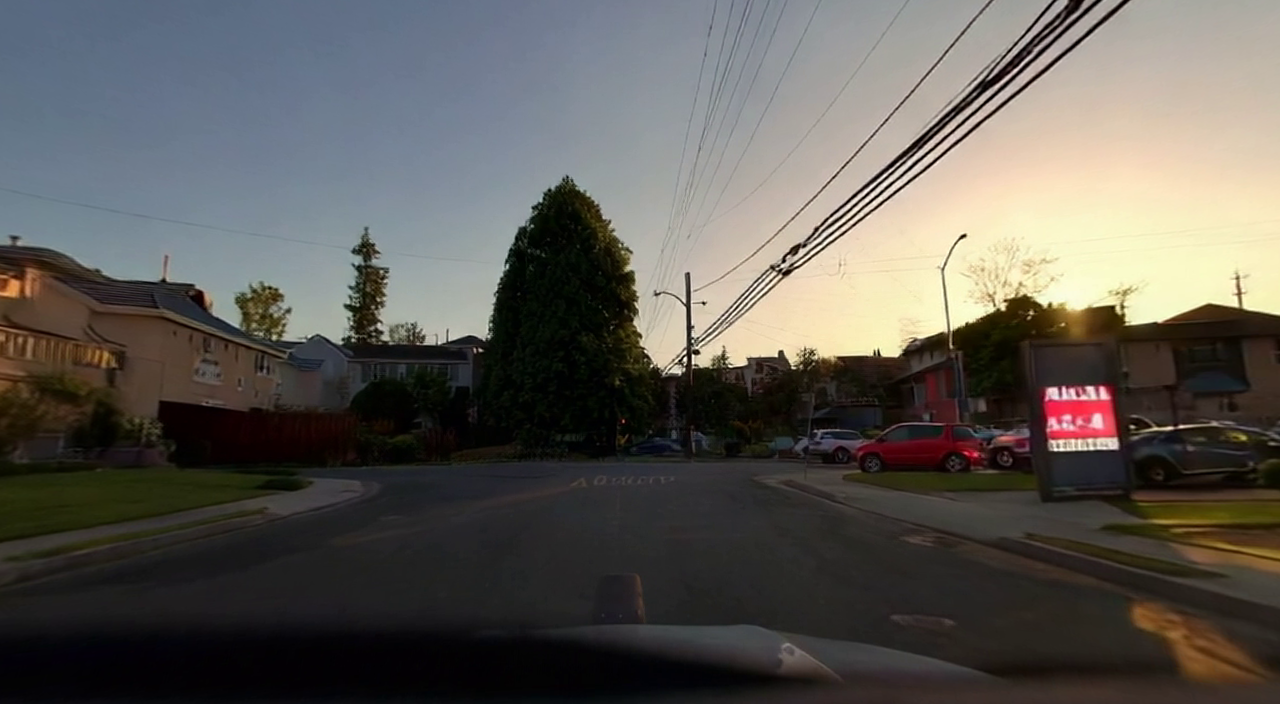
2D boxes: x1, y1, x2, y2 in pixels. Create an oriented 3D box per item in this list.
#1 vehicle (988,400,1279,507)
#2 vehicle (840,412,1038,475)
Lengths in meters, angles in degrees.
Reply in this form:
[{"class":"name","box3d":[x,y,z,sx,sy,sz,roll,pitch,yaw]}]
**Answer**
[{"class":"vehicle","box3d":[10.106,1.835,11.590,6.000,1.740,2.356,0,-8,-2]},{"class":"vehicle","box3d":[10.067,3.143,21.609,5.593,1.993,2.233,0,-8,0]}]
